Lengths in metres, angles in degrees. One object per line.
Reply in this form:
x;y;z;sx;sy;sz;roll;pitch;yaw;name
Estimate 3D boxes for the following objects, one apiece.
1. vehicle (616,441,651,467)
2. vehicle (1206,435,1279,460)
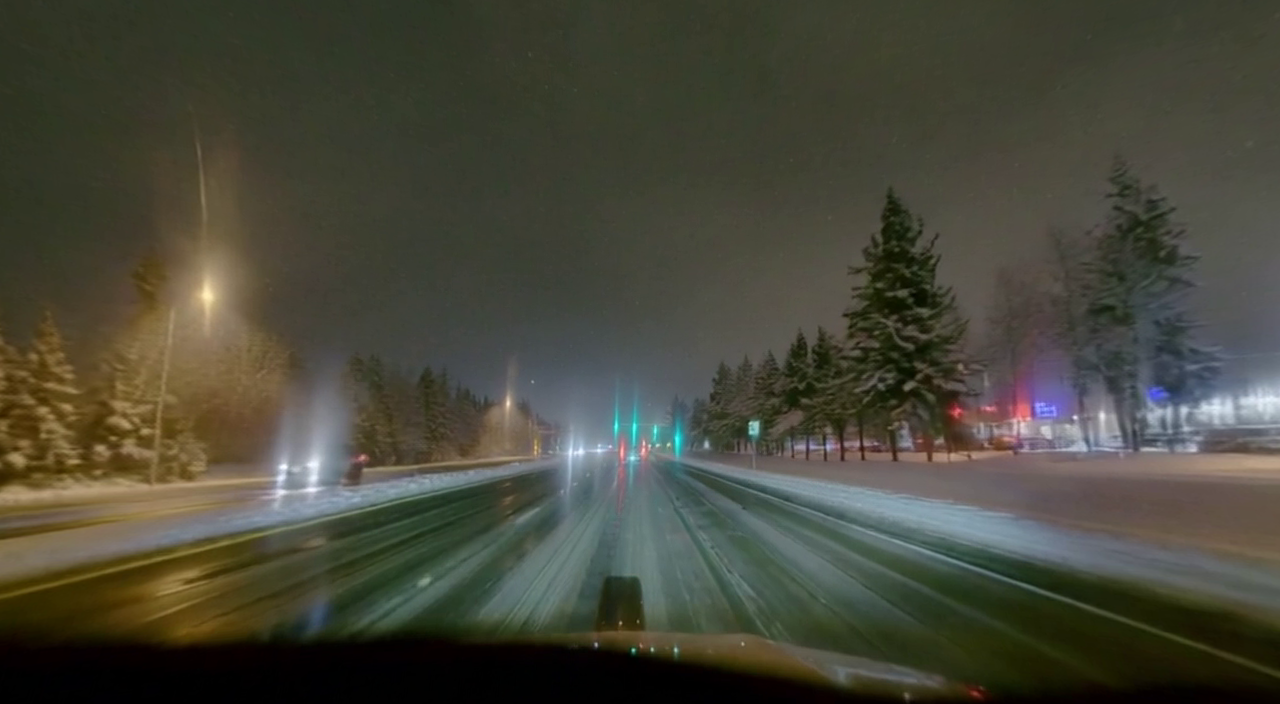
-0.430;6.511;40.246;2.110;1.555;4.431;0;-9;0;vehicle
39.775;6.223;40.998;3.996;1.517;1.846;1;-9;-2;vehicle
